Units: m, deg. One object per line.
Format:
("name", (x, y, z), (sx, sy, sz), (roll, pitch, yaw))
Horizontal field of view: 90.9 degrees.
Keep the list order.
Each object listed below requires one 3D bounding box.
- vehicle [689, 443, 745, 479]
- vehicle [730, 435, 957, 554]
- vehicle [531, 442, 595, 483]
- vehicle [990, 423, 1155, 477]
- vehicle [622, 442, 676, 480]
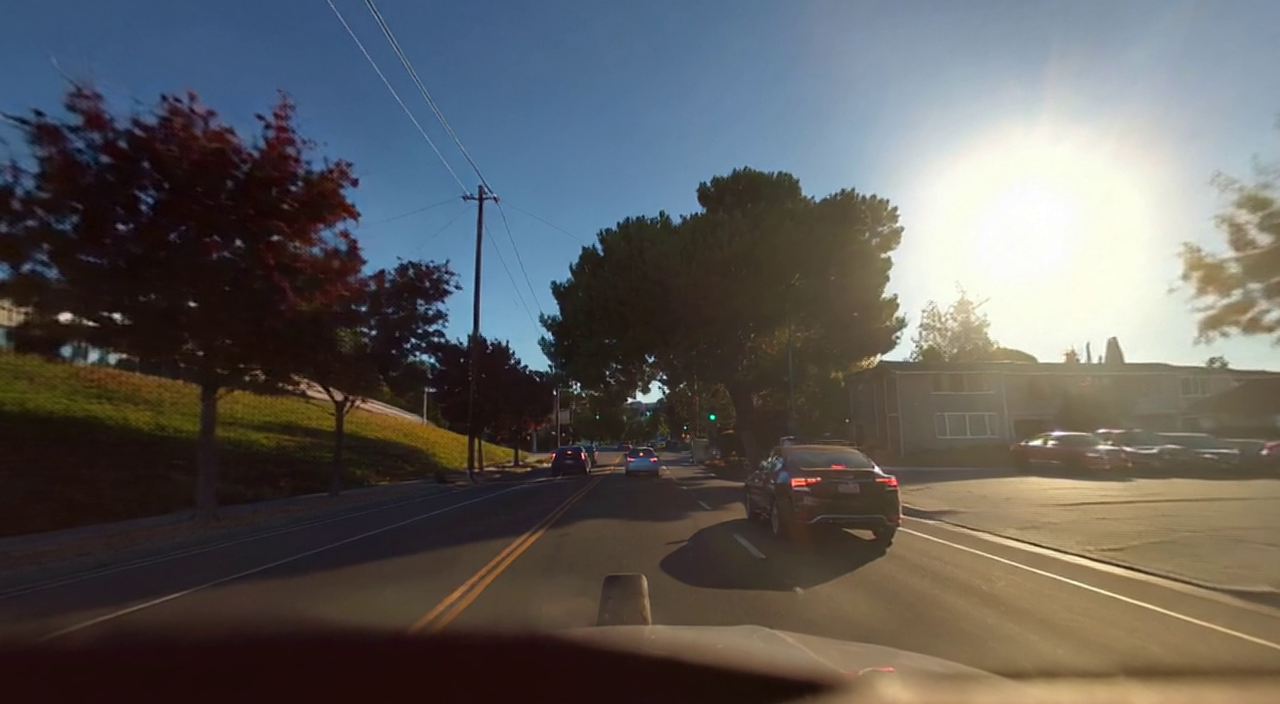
("vehicle", (3.398, 4.851, 28.447), (1.943, 1.484, 4.030), (0, -8, -1))
("vehicle", (2.904, 2.130, 10.258), (2.158, 1.483, 4.415), (0, -8, -1))
("vehicle", (-3.030, 4.467, 25.778), (2.012, 1.505, 4.205), (0, -8, 1))
("vehicle", (16.607, 3.870, 24.722), (2.478, 1.836, 5.409), (0, -9, -2))
("vehicle", (0.334, 4.574, 26.794), (2.101, 1.467, 4.210), (0, -8, 0))
